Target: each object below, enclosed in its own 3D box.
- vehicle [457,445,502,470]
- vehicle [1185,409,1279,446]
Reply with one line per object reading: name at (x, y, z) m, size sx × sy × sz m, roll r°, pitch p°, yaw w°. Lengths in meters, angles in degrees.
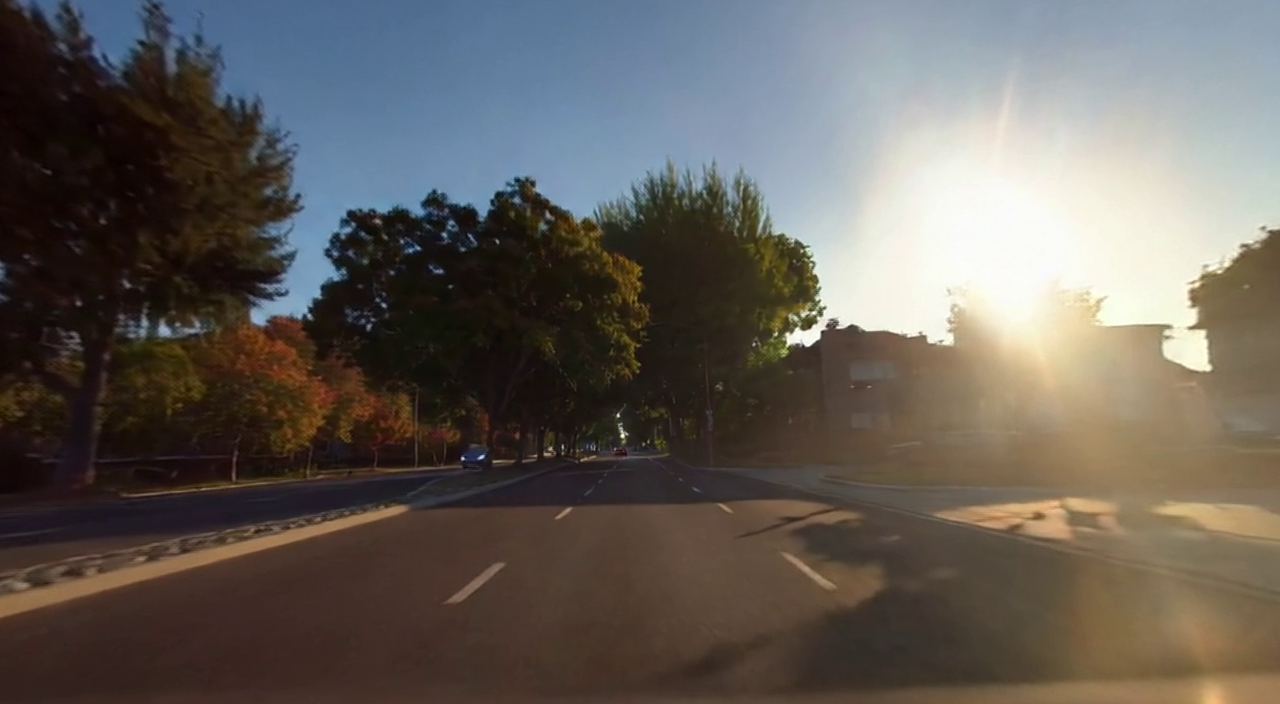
vehicle at (-11.685, 7.649, 46.274) m, size 2.070 × 1.669 × 4.576 m, roll -1°, pitch -8°, yaw 1°
vehicle at (24.982, 3.134, 25.971) m, size 1.753 × 1.379 × 3.764 m, roll -2°, pitch -9°, yaw 1°
